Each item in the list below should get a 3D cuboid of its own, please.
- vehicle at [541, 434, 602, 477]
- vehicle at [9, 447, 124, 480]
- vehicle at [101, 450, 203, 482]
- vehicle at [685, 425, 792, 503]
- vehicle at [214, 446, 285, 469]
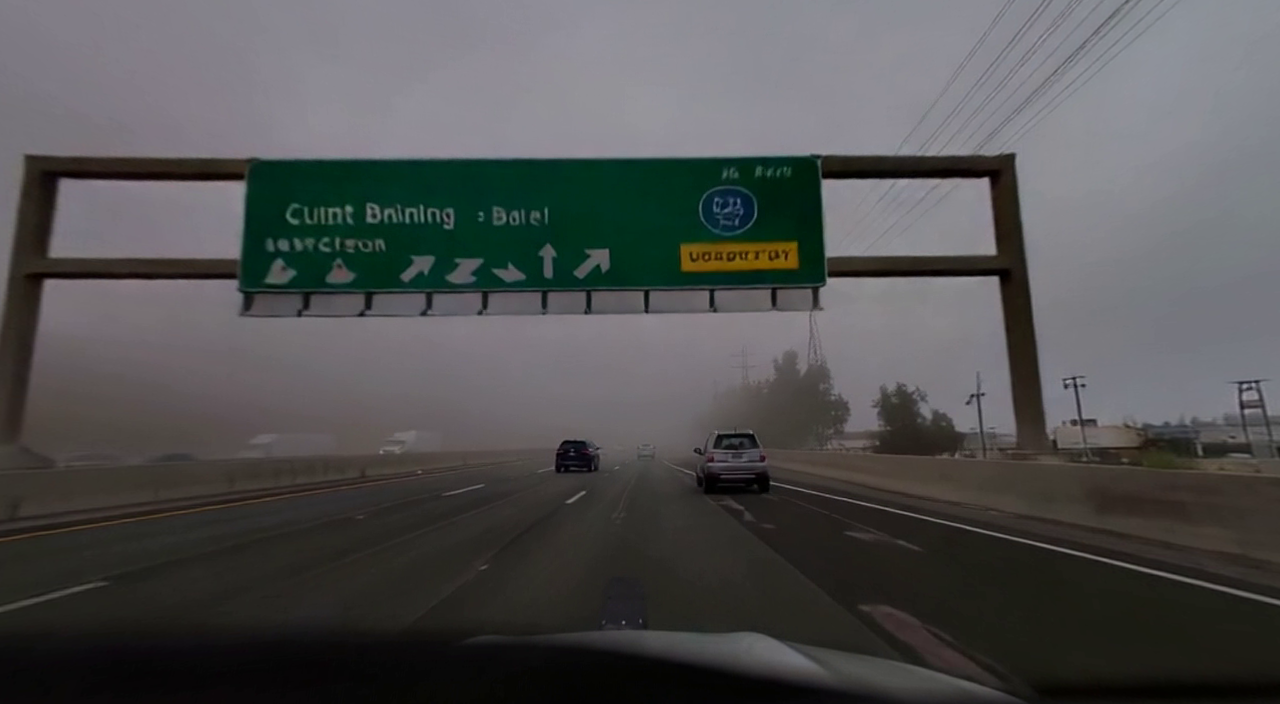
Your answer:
[{"bbox_3d":[-2.950,4.588,28.202,2.125,1.764,4.393,0,-8,1],"label":"vehicle"},{"bbox_3d":[-29.409,5.683,32.557,1.762,1.498,4.459,-1,-8,-1],"label":"vehicle"},{"bbox_3d":[-24.667,5.731,32.083,2.060,1.474,3.952,0,-8,-2],"label":"vehicle"},{"bbox_3d":[2.359,2.815,16.215,2.134,1.733,4.049,0,-8,1],"label":"vehicle"},{"bbox_3d":[-30.341,8.155,49.226,2.070,1.668,5.306,0,-8,1],"label":"vehicle"}]
